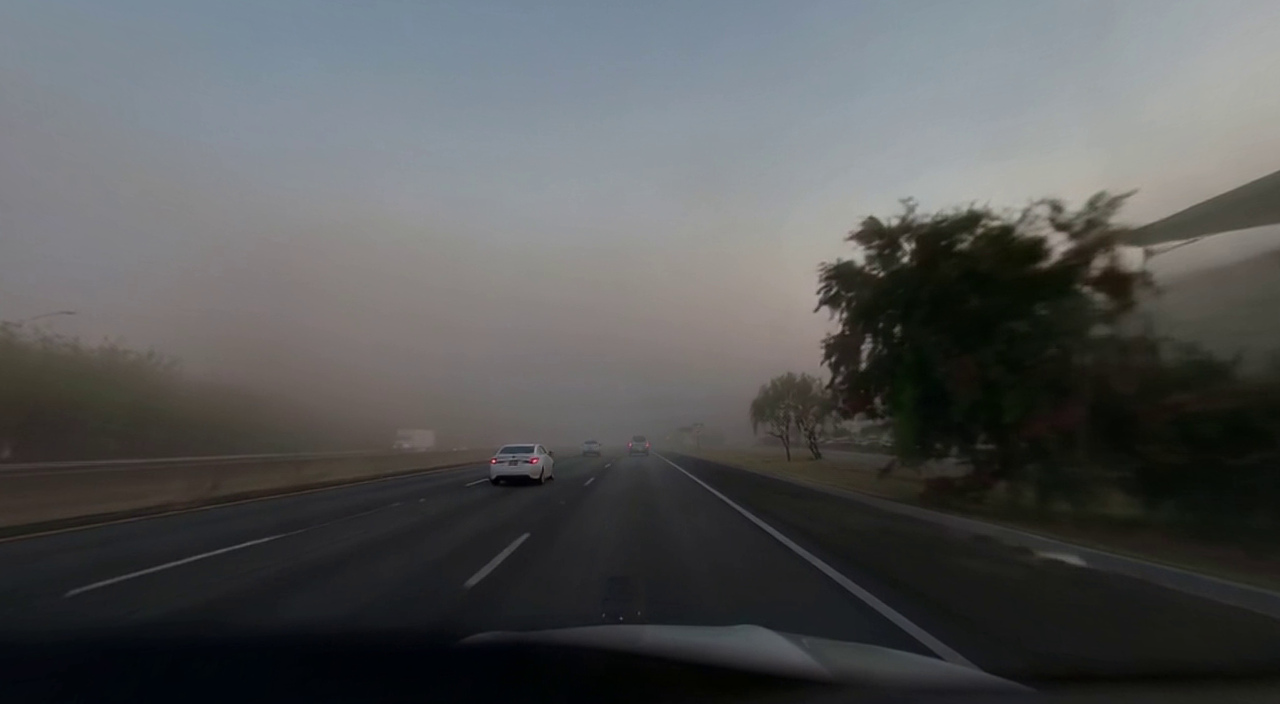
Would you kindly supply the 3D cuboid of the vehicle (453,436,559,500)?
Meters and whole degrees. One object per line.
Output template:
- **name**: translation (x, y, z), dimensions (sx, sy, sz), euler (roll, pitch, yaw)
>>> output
- **vehicle**: translation (-3.373, 3.009, 16.780), dimensions (1.920, 1.463, 4.134), euler (0, -9, 0)
